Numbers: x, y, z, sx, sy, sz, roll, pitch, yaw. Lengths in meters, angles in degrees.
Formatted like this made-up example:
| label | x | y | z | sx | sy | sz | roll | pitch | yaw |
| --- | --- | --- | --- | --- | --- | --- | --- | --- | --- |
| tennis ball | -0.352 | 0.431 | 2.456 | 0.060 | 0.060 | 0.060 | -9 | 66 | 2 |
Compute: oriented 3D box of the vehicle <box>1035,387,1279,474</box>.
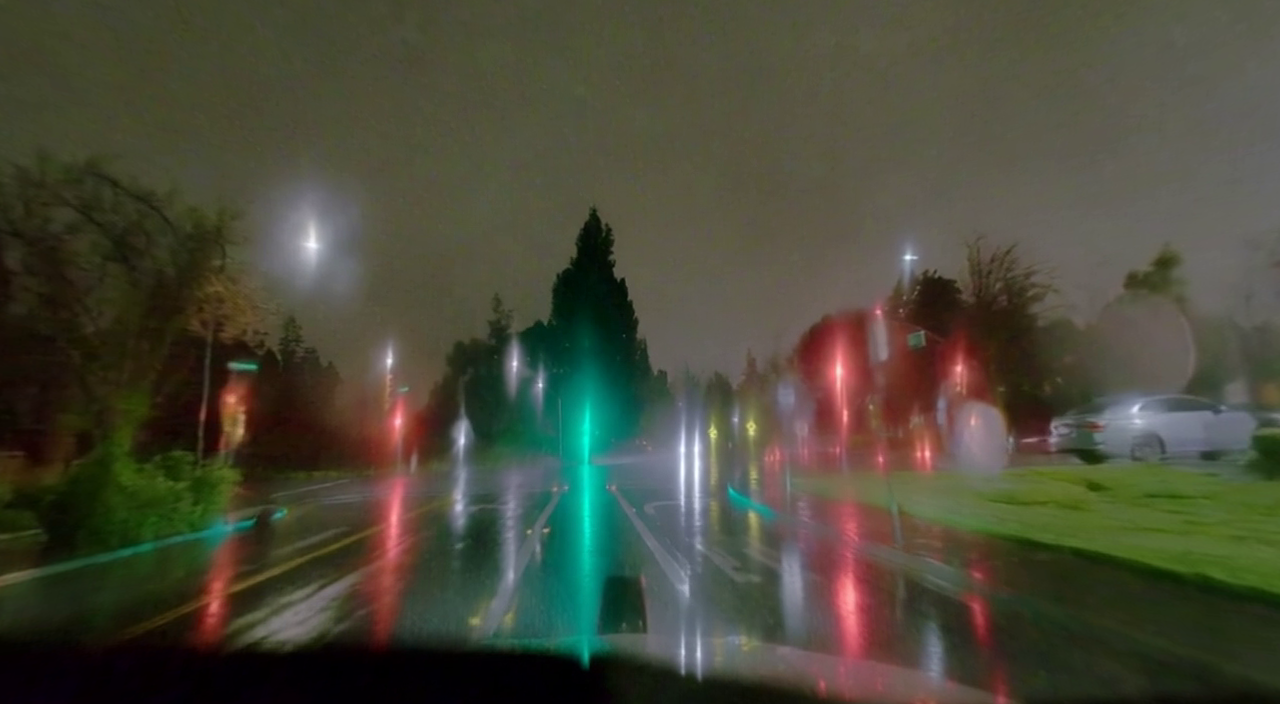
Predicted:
| label | x | y | z | sx | sy | sz | roll | pitch | yaw |
| --- | --- | --- | --- | --- | --- | --- | --- | --- | --- |
| vehicle | 12.410 | 1.912 | 14.930 | 4.562 | 1.850 | 2.130 | 1 | -9 | -3 |
